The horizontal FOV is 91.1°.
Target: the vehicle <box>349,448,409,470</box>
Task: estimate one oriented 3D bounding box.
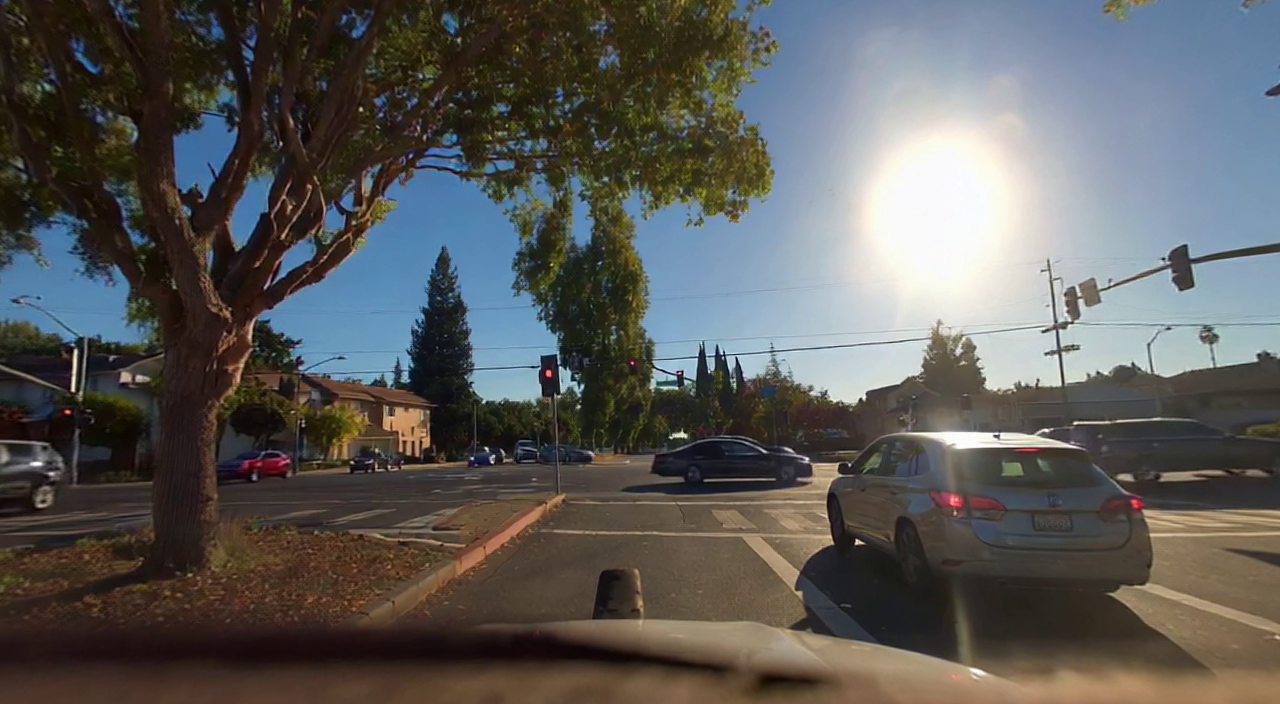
[{"bbox_3d":[-18.446,7.555,44.564,2.203,1.471,4.723,0,-8,0],"label":"vehicle"}]

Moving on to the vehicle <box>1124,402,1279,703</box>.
[{"bbox_3d":[3.097,0.656,0.422,1.990,1.454,4.490,0,-8,1],"label":"vehicle"}]

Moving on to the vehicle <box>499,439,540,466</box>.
[{"bbox_3d":[-8.462,7.100,44.562,2.276,1.842,4.958,1,-8,-4],"label":"vehicle"}]

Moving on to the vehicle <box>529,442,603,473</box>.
[{"bbox_3d":[-4.128,5.722,34.317,2.006,1.515,5.017,5,-10,-31],"label":"vehicle"}]

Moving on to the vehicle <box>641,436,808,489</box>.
[{"bbox_3d":[2.582,3.372,19.456,4.719,1.449,2.026,-4,-9,27],"label":"vehicle"}]

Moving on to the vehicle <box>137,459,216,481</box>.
[{"bbox_3d":[-31.095,7.900,42.187,1.648,1.330,3.857,-4,-10,28],"label":"vehicle"}]

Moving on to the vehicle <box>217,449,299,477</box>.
[{"bbox_3d":[-21.730,6.325,35.951,1.853,1.456,4.531,0,-8,0],"label":"vehicle"}]
